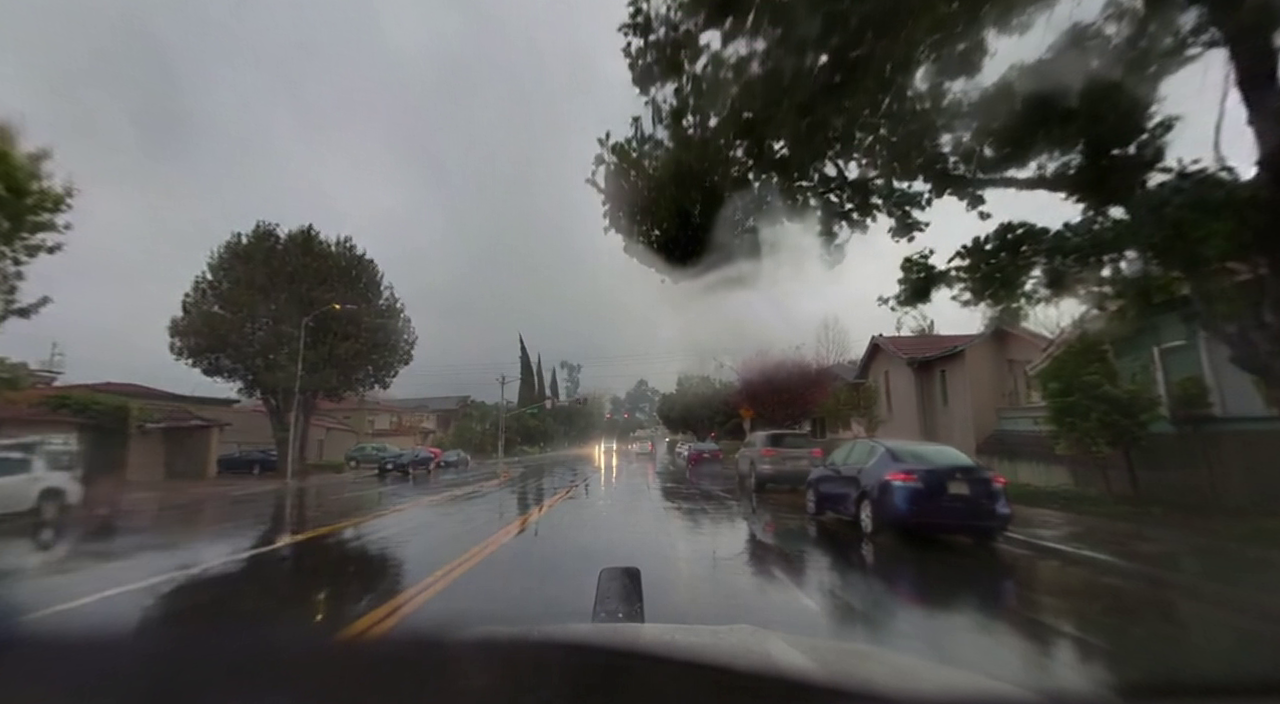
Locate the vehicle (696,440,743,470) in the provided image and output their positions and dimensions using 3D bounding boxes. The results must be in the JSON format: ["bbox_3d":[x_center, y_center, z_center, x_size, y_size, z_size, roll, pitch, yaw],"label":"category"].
[{"bbox_3d":[4.214,5.516,34.121,1.964,1.485,4.454,0,-9,1],"label":"vehicle"}]

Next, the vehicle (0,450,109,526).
[{"bbox_3d":[-14.138,2.824,13.151,1.923,1.535,4.862,0,-9,0],"label":"vehicle"}]

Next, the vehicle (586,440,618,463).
[{"bbox_3d":[-2.573,6.911,43.905,1.986,1.508,4.261,0,-9,0],"label":"vehicle"}]

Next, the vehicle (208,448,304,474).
[{"bbox_3d":[-22.333,6.343,36.839,4.397,1.423,1.789,0,-9,2],"label":"vehicle"}]

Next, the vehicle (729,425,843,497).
[{"bbox_3d":[3.977,3.073,18.071,2.069,1.780,4.480,0,-9,-2],"label":"vehicle"}]

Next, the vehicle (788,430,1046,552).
[{"bbox_3d":[3.921,2.034,10.015,1.956,1.468,4.524,0,-9,-1],"label":"vehicle"}]
